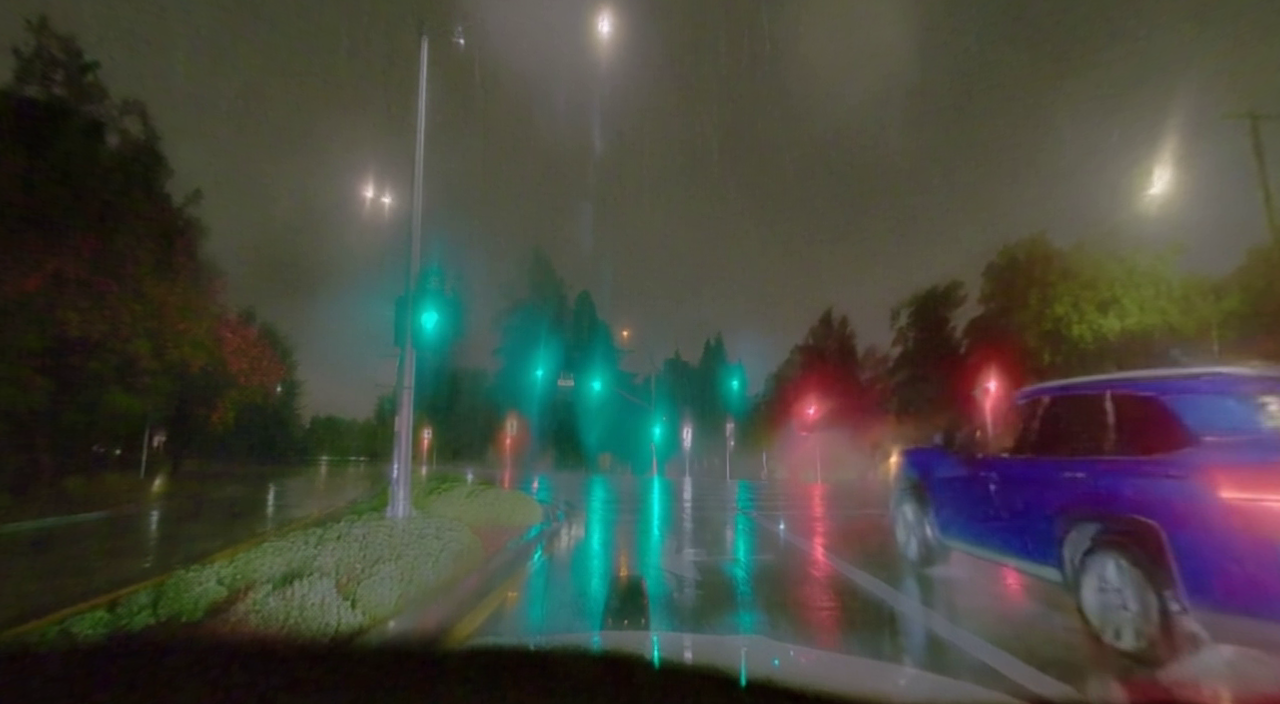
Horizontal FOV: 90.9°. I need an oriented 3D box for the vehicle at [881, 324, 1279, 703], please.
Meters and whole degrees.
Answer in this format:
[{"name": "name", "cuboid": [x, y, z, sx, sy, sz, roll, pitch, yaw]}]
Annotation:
[{"name": "vehicle", "cuboid": [3.864, 1.046, 4.600, 2.284, 1.788, 4.871, -1, -8, 0]}]
